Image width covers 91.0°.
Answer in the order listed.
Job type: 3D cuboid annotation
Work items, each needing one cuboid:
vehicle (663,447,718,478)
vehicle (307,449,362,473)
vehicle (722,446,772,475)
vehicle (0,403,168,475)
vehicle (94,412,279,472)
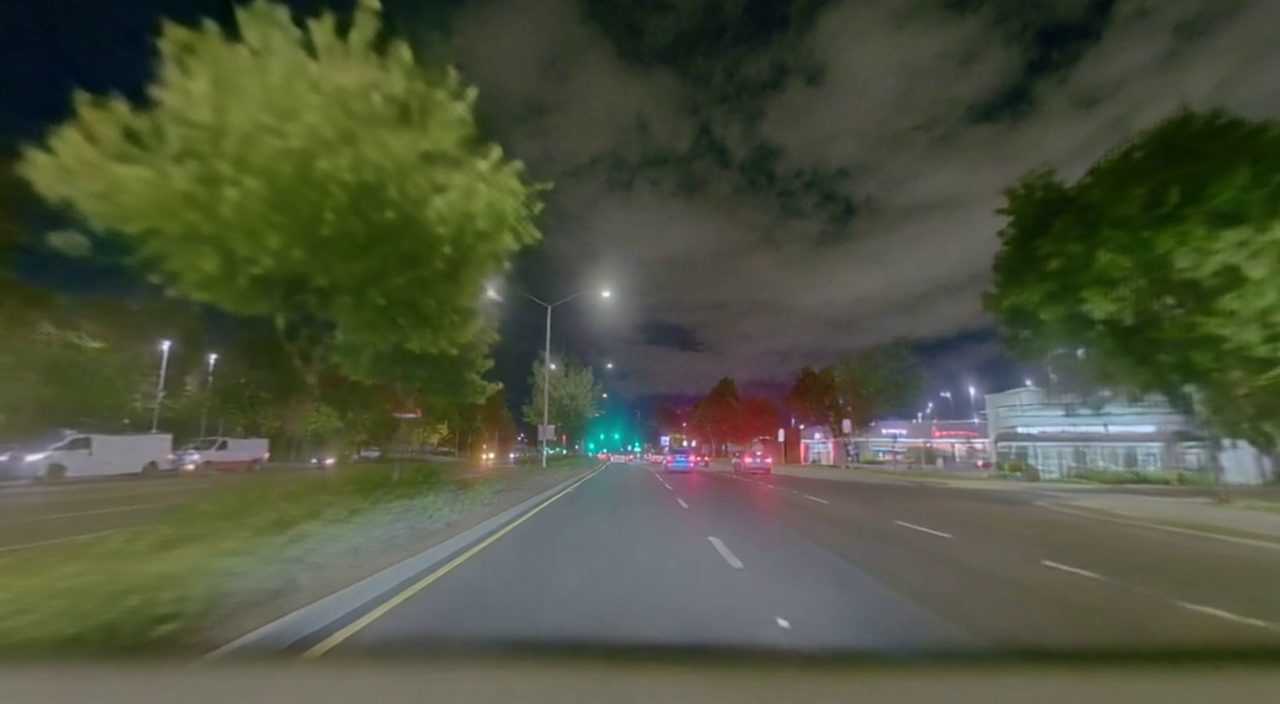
[{"bbox_3d":[2.493,5.617,32.318,2.256,1.451,4.313,1,-9,-3],"label":"vehicle"},{"bbox_3d":[-20.181,7.218,41.785,1.730,1.516,3.847,0,-9,-1],"label":"vehicle"},{"bbox_3d":[5.962,6.087,35.504,1.886,1.528,4.169,1,-9,-3],"label":"vehicle"},{"bbox_3d":[-26.922,4.110,29.470,6.822,3.138,2.979,3,-9,-17],"label":"vehicle"},{"bbox_3d":[-26.462,5.355,37.216,8.121,3.260,2.889,2,-9,-12],"label":"vehicle"}]
